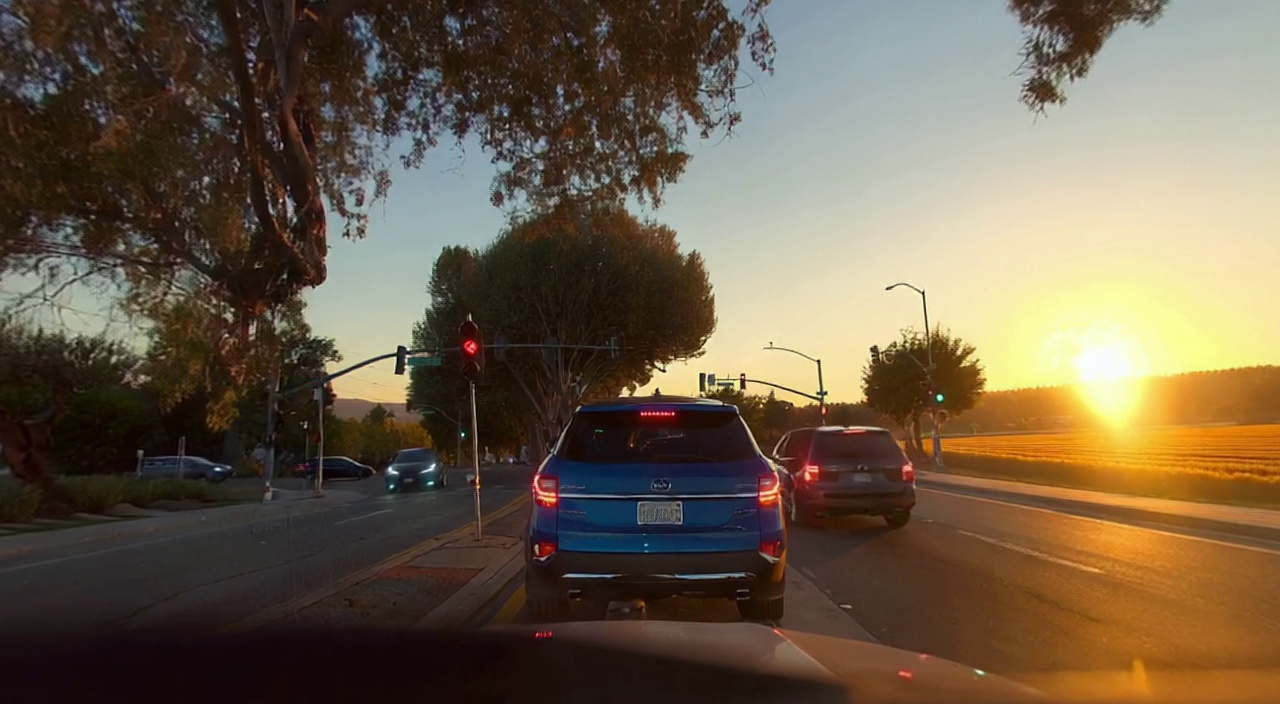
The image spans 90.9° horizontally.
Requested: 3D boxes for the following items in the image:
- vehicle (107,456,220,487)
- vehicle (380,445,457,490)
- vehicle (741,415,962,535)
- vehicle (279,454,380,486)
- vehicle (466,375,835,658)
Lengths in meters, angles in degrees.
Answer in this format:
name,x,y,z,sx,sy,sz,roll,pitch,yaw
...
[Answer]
name,x,y,z,sx,sy,sz,roll,pitch,yaw
vehicle,-26.698,6.673,35.457,4.605,1.626,2.251,-1,-8,3
vehicle,-9.539,4.843,26.913,2.026,1.680,4.608,5,-10,-32
vehicle,3.370,2.082,11.274,2.340,1.693,4.516,0,-8,0
vehicle,-15.824,5.951,32.146,4.559,1.458,2.265,-4,-9,27
vehicle,0.058,1.331,6.109,2.298,1.770,4.138,0,-8,0
